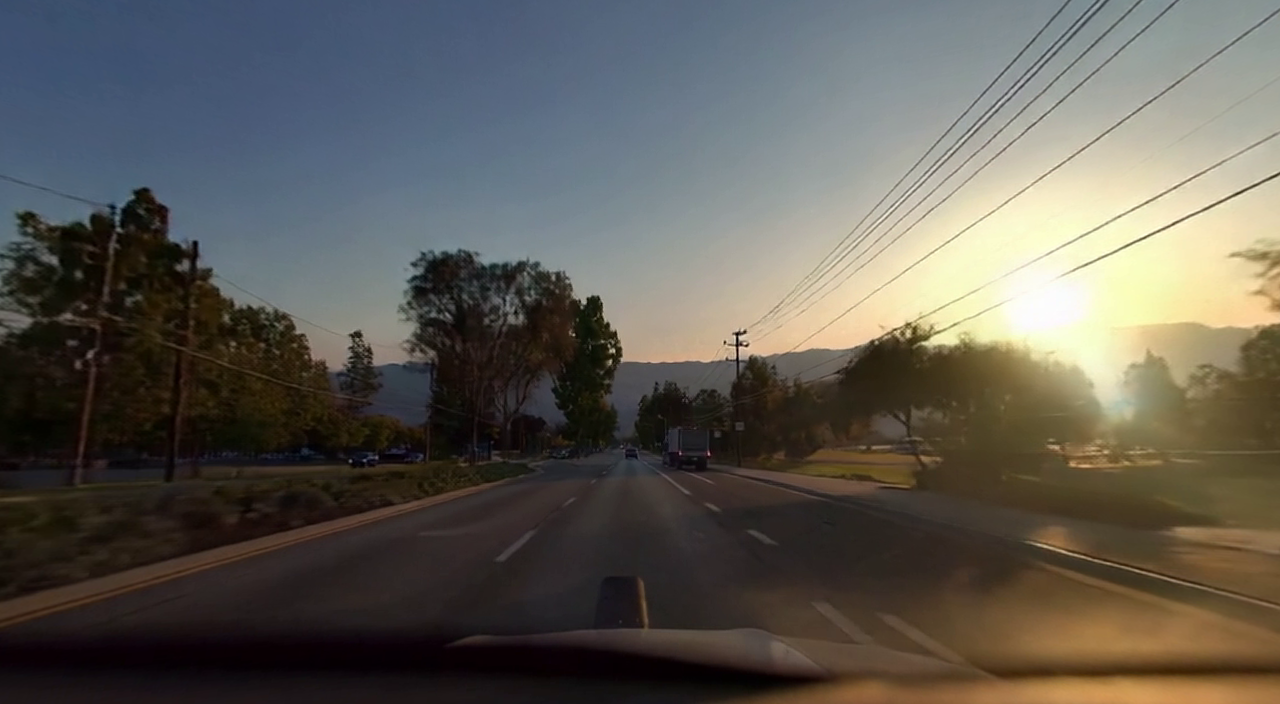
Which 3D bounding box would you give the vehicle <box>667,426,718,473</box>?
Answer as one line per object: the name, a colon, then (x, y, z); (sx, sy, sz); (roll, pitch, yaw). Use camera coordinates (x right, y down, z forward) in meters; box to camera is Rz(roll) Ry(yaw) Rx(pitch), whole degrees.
vehicle: (3.448, 6.678, 43.295); (2.706, 2.880, 7.117); (0, -8, -2)
